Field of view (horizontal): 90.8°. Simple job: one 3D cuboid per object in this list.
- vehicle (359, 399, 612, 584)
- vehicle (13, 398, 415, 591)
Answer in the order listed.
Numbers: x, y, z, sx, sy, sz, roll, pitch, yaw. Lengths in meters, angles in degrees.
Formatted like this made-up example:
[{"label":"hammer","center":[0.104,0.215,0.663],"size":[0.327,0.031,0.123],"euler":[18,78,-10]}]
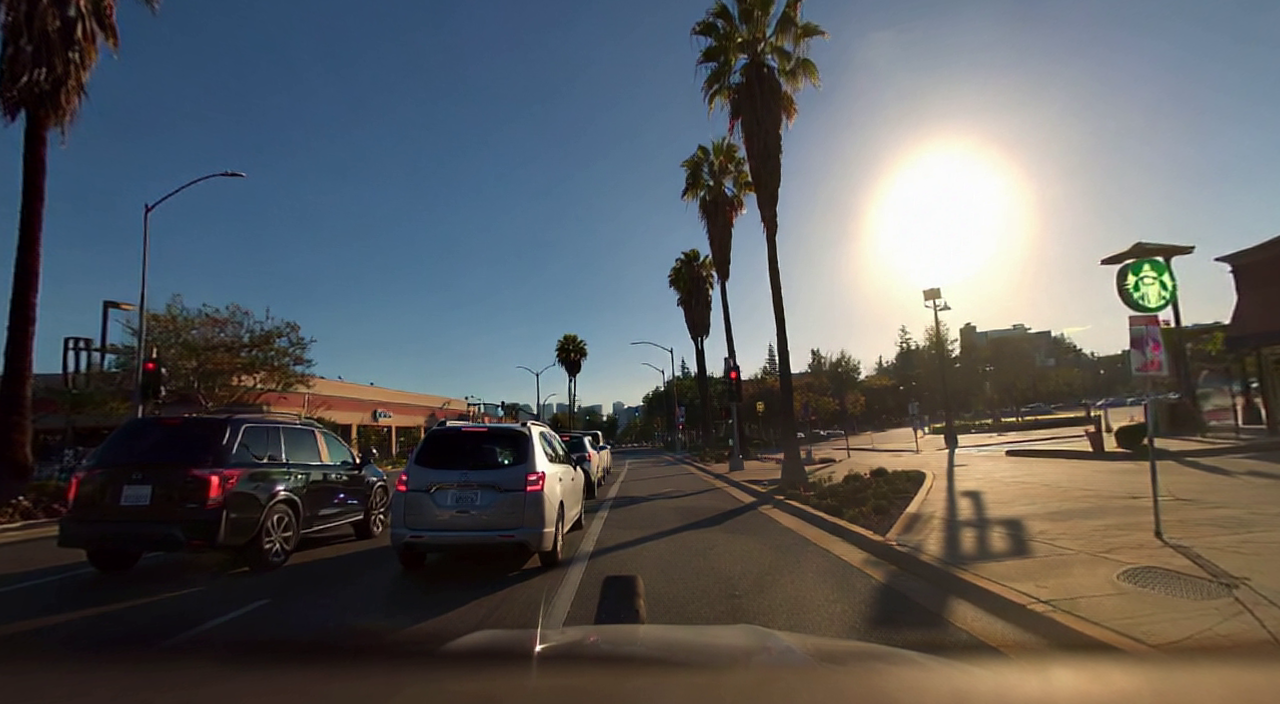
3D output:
[{"label":"vehicle","center":[-1.579,1.665,8.280],"size":[2.153,1.759,4.320],"euler":[0,-9,1]},{"label":"vehicle","center":[-5.023,1.756,8.625],"size":[2.025,1.862,4.804],"euler":[0,-9,1]}]
